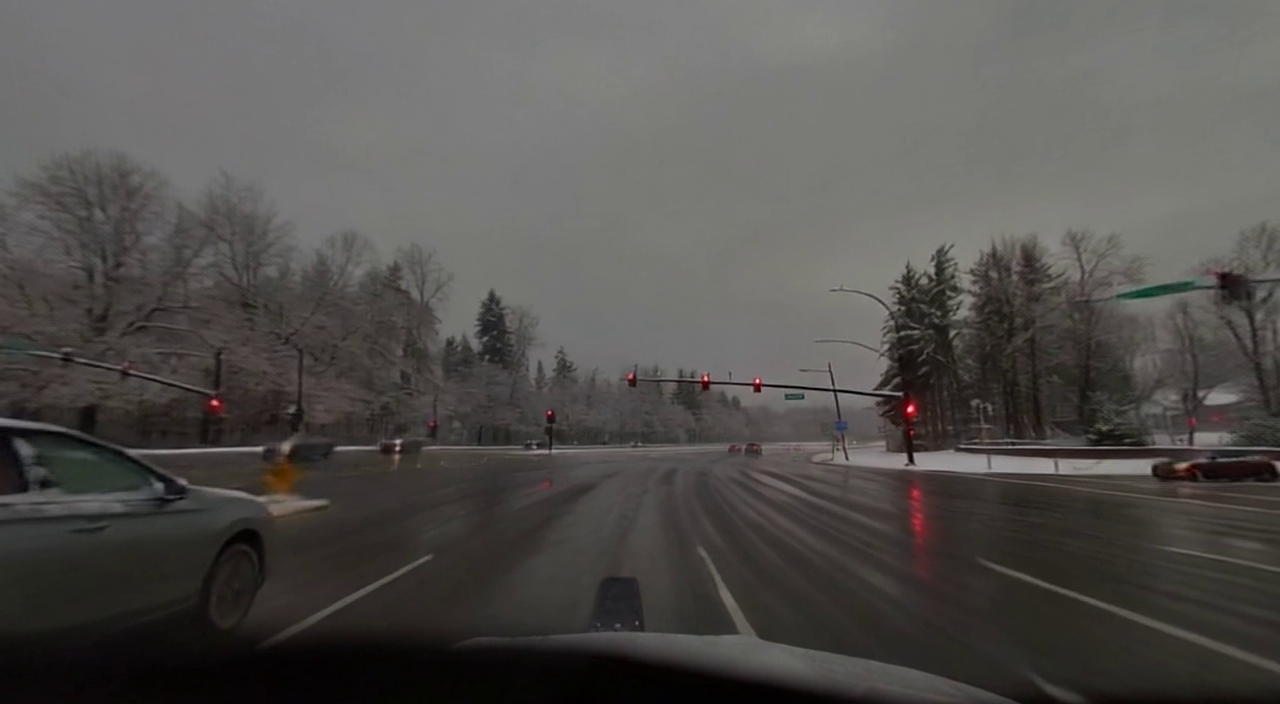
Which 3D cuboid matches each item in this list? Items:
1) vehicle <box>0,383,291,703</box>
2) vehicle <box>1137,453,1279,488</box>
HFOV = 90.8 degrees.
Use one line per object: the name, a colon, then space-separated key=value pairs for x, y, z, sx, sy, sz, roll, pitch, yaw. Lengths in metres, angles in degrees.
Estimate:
vehicle: x=-3.268 y=0.811 z=1.988 sx=1.934 sy=1.463 sz=4.220 roll=0 pitch=-8 yaw=0
vehicle: x=25.248 y=5.207 z=27.952 sx=4.636 sy=1.433 sz=1.930 roll=-2 pitch=-9 yaw=9
